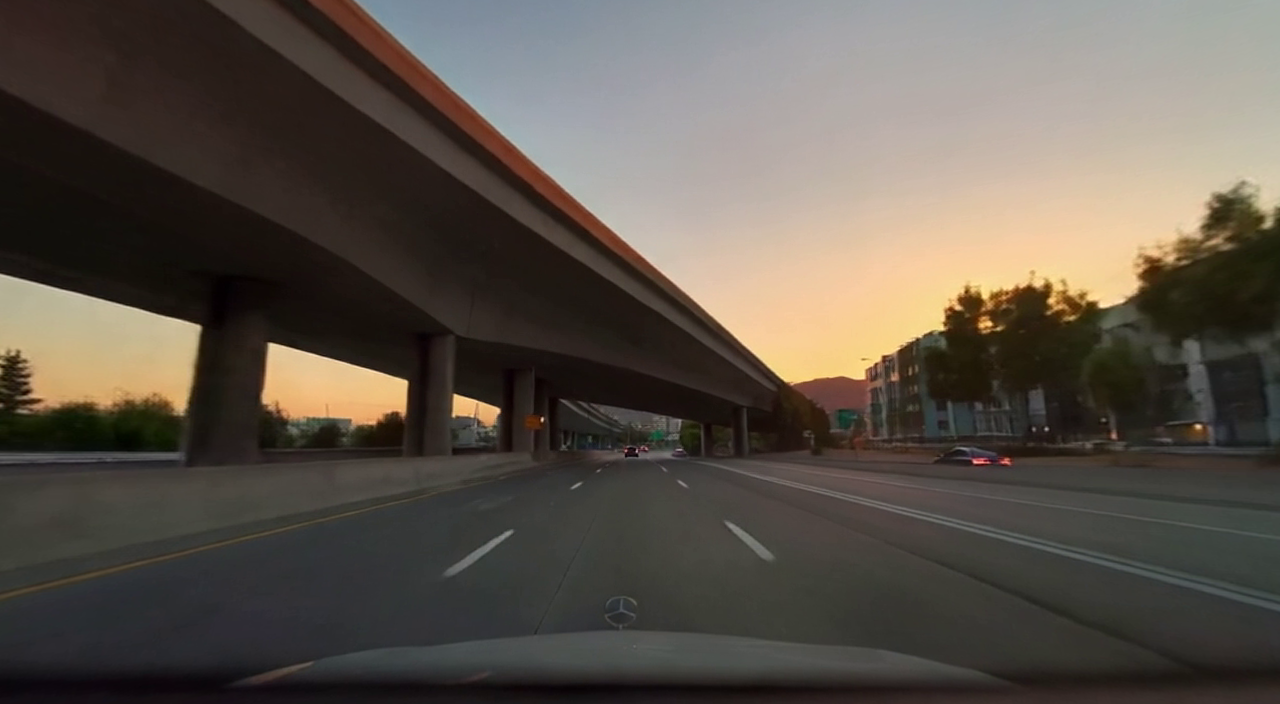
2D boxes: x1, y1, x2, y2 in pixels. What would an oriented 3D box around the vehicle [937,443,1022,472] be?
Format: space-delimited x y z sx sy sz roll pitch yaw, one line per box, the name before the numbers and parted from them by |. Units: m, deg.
vehicle | 18.389 5.700 34.482 2.059 1.457 4.537 0 -8 -1
